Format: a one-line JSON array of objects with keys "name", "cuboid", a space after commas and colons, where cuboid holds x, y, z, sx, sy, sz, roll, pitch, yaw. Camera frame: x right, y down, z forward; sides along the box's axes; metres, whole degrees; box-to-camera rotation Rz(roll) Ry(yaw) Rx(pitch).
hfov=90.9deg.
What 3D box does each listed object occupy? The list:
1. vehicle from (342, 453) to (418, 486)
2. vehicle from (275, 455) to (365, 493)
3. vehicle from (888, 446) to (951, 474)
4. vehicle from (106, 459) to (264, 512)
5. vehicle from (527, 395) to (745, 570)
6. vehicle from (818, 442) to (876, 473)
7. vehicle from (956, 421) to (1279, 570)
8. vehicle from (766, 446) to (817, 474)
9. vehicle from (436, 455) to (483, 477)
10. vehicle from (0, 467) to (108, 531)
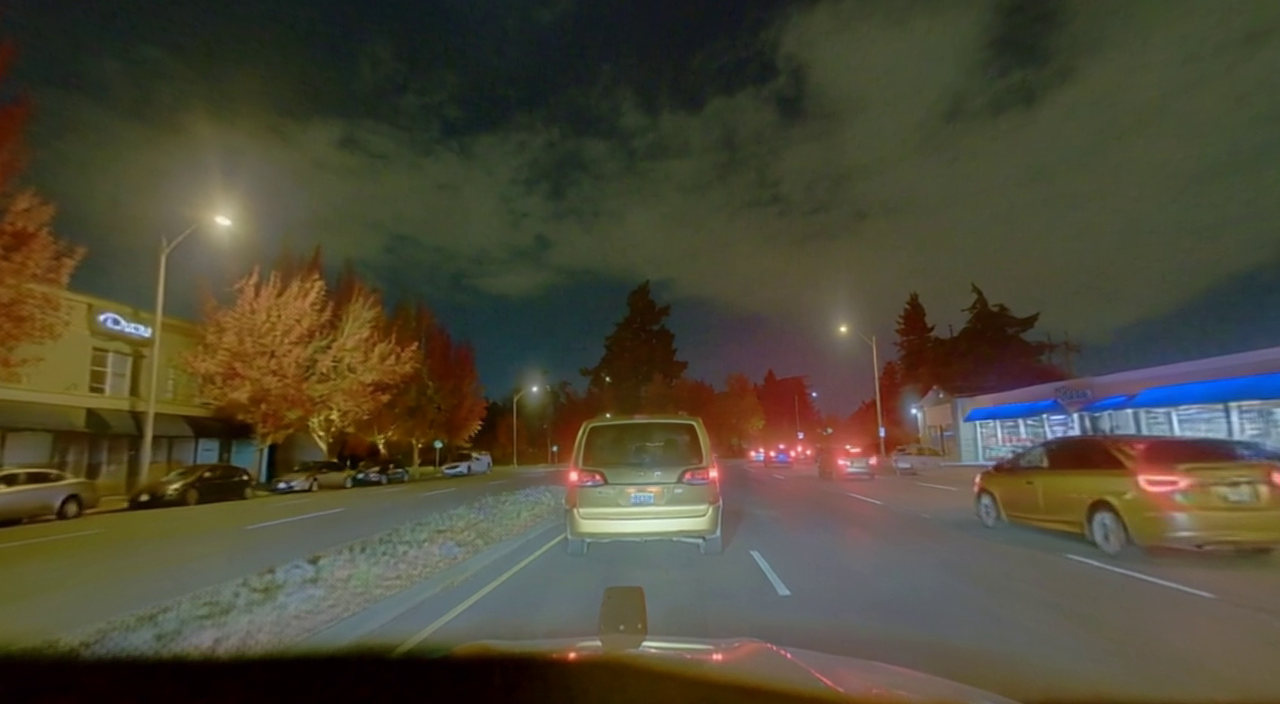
[{"name": "vehicle", "cuboid": [-14.185, 6.404, 34.775, 1.921, 1.621, 4.930, -1, -8, 3]}, {"name": "vehicle", "cuboid": [-14.666, 5.579, 29.177, 1.947, 1.558, 4.065, 0, -8, 2]}, {"name": "vehicle", "cuboid": [15.382, 5.965, 34.938, 1.916, 1.452, 3.811, 0, -9, 4]}, {"name": "vehicle", "cuboid": [-14.954, 4.369, 21.110, 1.877, 1.445, 4.436, 0, -8, 2]}, {"name": "vehicle", "cuboid": [0.090, 1.744, 9.186, 2.344, 1.863, 4.665, -1, -8, 4]}, {"name": "vehicle", "cuboid": [12.330, 6.305, 37.860, 2.040, 1.738, 4.414, 0, -8, 1]}, {"name": "vehicle", "cuboid": [6.674, 1.851, 9.059, 1.928, 1.529, 4.917, -1, -8, 3]}, {"name": "vehicle", "cuboid": [8.394, 5.977, 35.195, 1.886, 1.464, 4.290, 0, -8, 2]}, {"name": "vehicle", "cuboid": [-13.475, 8.491, 47.328, 1.995, 1.466, 4.580, 0, -8, 2]}, {"name": "vehicle", "cuboid": [-15.491, 3.481, 14.955, 1.797, 1.351, 4.300, -1, -8, 5]}]
